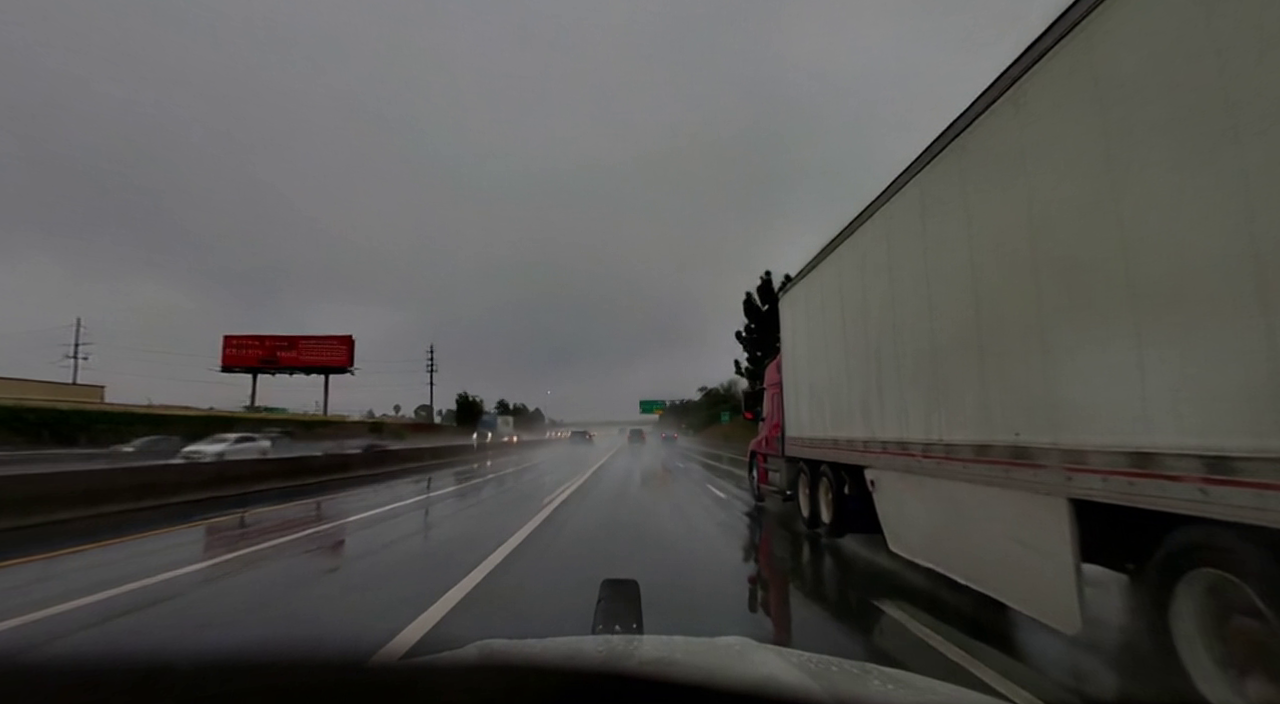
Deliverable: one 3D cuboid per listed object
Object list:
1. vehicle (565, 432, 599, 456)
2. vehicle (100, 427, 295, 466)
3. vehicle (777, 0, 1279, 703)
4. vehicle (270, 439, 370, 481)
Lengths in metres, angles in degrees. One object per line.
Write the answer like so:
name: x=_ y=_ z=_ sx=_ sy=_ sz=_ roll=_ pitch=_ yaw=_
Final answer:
vehicle: x=-3.692 y=5.965 z=40.943 sx=1.930 sy=1.484 sz=3.849 roll=0 pitch=-8 yaw=-1
vehicle: x=-33.415 y=7.298 z=49.533 sx=2.569 sy=2.479 sz=17.762 roll=0 pitch=-8 yaw=1
vehicle: x=3.794 y=-0.009 z=4.320 sx=2.871 sy=3.815 sz=11.331 roll=0 pitch=-8 yaw=-1
vehicle: x=-11.832 y=3.978 z=23.569 sx=1.850 sy=1.406 sz=3.498 roll=0 pitch=-8 yaw=1
